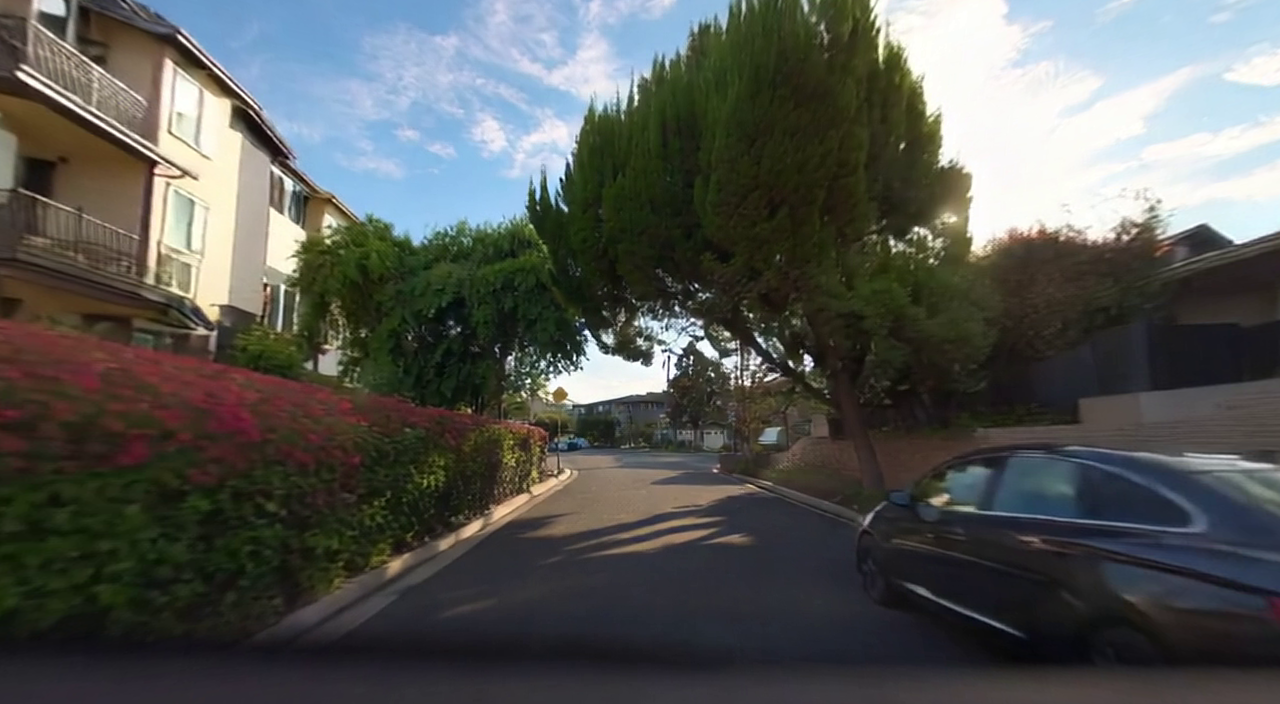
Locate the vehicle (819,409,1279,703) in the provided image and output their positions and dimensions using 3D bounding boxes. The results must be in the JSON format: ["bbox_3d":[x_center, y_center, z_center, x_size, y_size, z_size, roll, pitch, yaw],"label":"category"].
[{"bbox_3d":[2.878,1.227,4.281,1.955,1.498,4.046,0,-8,-3],"label":"vehicle"}]
